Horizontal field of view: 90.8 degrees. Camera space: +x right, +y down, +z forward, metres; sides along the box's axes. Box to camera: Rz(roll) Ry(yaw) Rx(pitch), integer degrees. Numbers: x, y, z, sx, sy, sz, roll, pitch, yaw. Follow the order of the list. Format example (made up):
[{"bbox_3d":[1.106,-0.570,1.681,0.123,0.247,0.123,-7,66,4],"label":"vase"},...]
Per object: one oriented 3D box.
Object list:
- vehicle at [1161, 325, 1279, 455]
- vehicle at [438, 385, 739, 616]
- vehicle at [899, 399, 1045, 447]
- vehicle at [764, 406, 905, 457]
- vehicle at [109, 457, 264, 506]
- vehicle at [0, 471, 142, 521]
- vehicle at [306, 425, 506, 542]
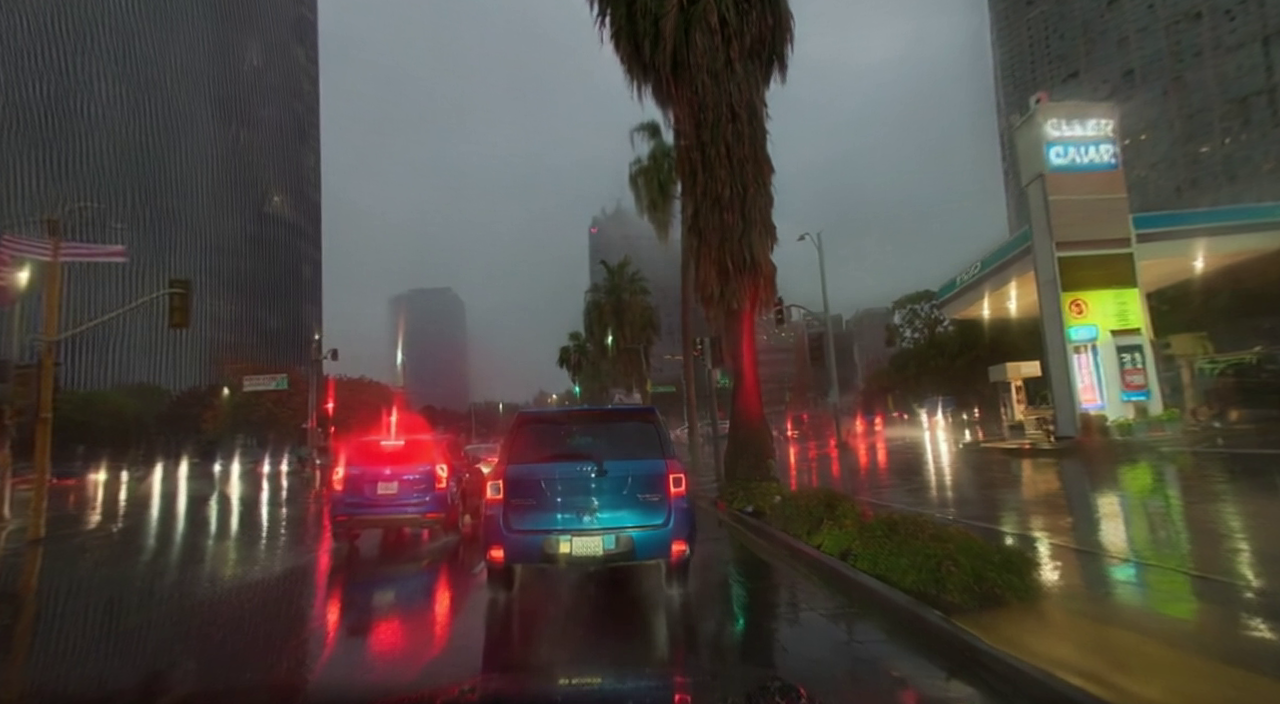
[{"bbox_3d":[9.971,0.557,8.406,4.374,1.571,1.963,0,-8,-4],"label":"vehicle"},{"bbox_3d":[-0.591,1.591,7.821,2.519,1.913,4.819,0,-8,-4],"label":"vehicle"},{"bbox_3d":[14.277,3.114,27.424,5.033,1.999,2.259,0,-8,-3],"label":"vehicle"},{"bbox_3d":[8.247,3.435,27.129,5.307,2.076,2.122,0,-8,-5],"label":"vehicle"},{"bbox_3d":[-19.869,5.665,27.879,5.026,1.958,2.193,0,-8,-3],"label":"vehicle"},{"bbox_3d":[-22.633,5.523,24.462,4.660,1.708,2.331,0,-8,0],"label":"vehicle"},{"bbox_3d":[-3.966,2.297,11.851,2.097,1.692,5.030,0,-8,-4],"label":"vehicle"}]
